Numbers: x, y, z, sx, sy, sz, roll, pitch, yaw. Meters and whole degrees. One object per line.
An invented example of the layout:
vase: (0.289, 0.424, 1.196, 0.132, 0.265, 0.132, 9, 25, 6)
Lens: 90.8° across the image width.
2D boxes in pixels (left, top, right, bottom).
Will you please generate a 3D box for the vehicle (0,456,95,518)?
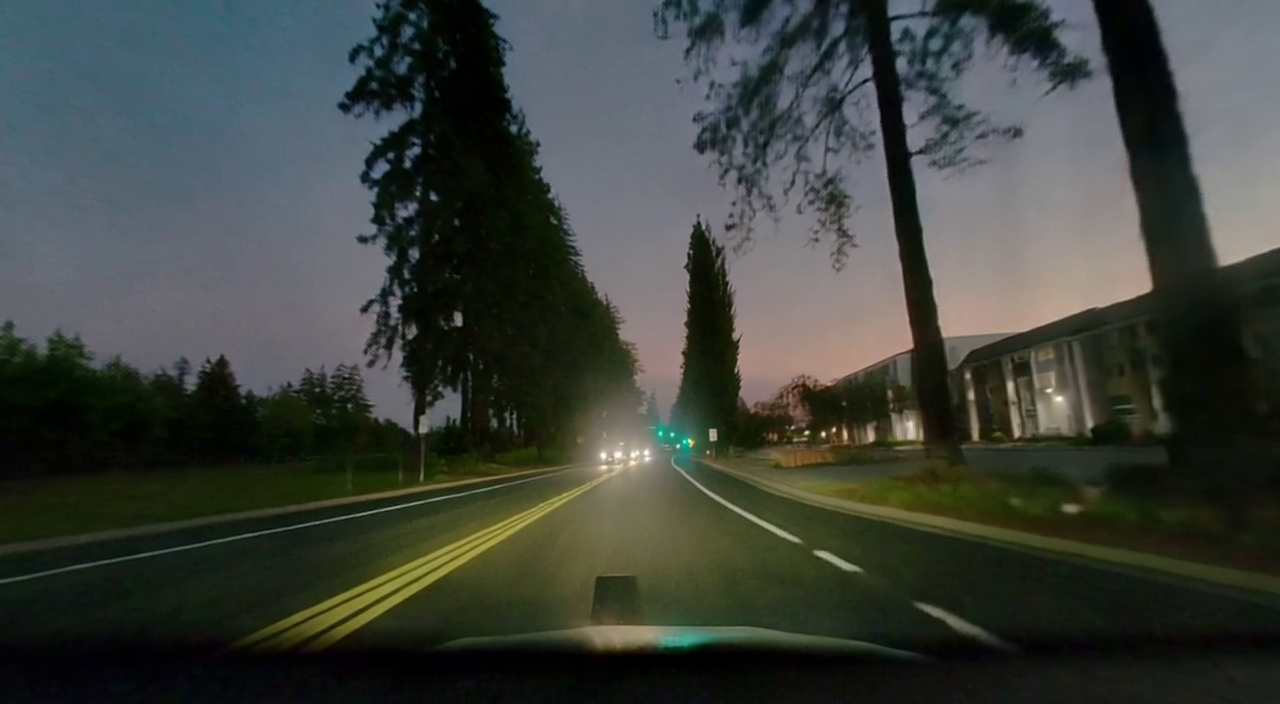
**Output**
vehicle: (-40.905, 9.049, 42.148, 2.713, 3.659, 9.203, -2, -11, -13)
